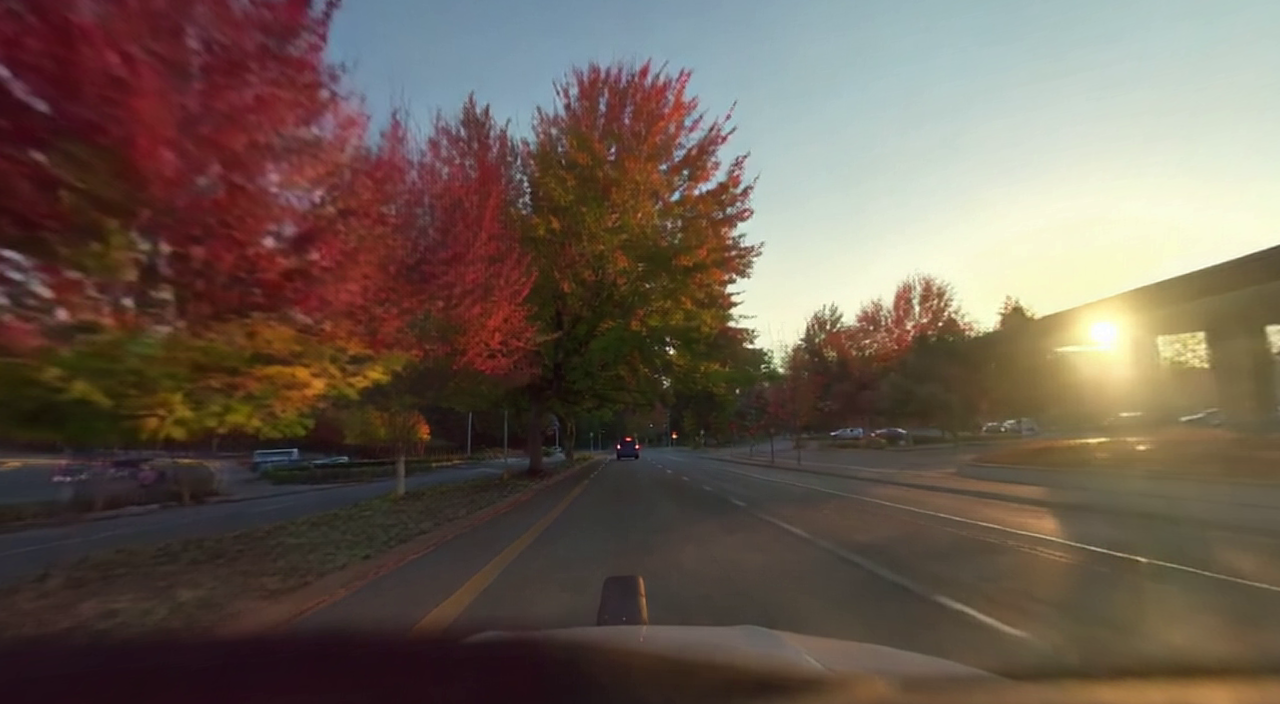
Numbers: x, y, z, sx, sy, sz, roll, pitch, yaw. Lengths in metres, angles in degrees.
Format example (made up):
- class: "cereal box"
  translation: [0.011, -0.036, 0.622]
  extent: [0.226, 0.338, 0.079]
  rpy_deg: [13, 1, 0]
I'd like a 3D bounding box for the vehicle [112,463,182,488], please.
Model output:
- class: "vehicle"
  translation: [-35.290, 8.851, 45.276]
  extent: [1.784, 1.536, 3.893]
  rpy_deg: [0, -8, 2]
